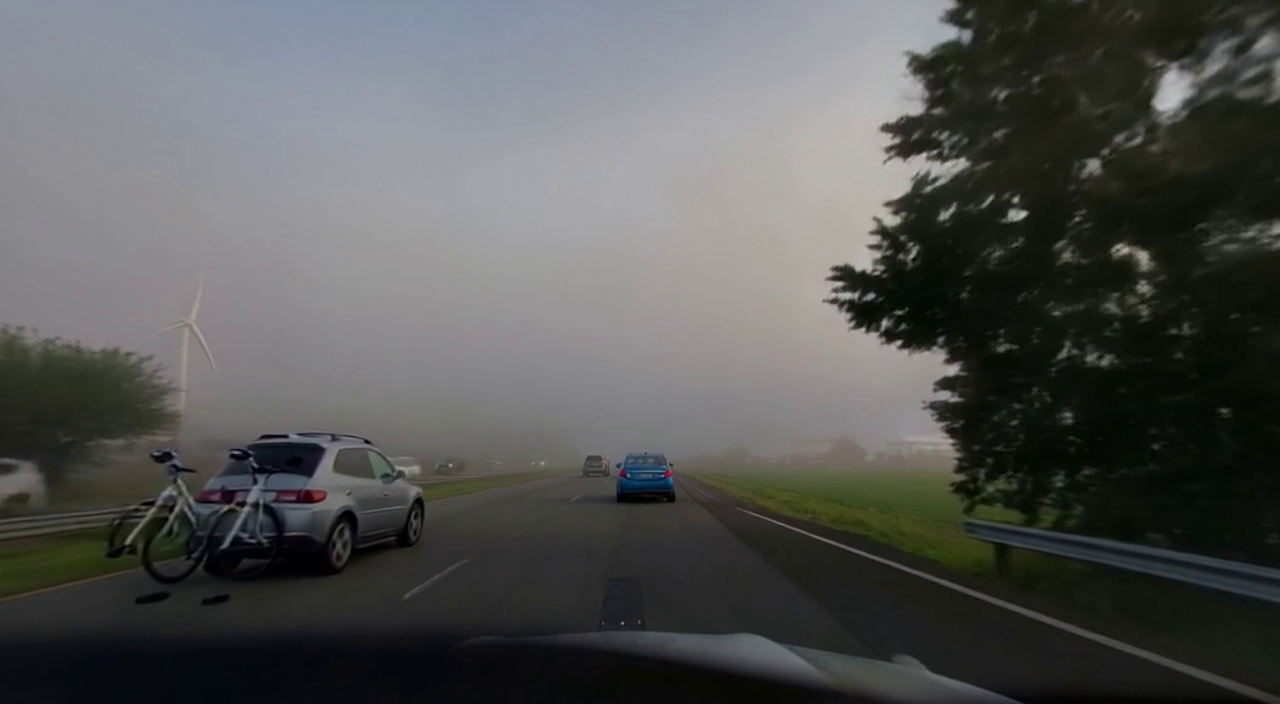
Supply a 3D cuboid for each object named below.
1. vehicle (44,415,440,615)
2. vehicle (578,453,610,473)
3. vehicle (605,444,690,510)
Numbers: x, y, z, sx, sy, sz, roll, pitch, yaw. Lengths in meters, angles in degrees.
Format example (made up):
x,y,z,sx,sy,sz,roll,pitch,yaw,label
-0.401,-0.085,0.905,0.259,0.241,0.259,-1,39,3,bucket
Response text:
x,y,z,sx,sy,sz,roll,pitch,yaw,label
-4.043,1.709,7.443,1.962,1.681,4.033,0,-9,1,vehicle
-3.487,8.499,48.440,2.059,1.455,4.205,0,-9,0,vehicle
0.202,3.349,17.340,2.063,1.582,3.955,0,-9,1,vehicle
